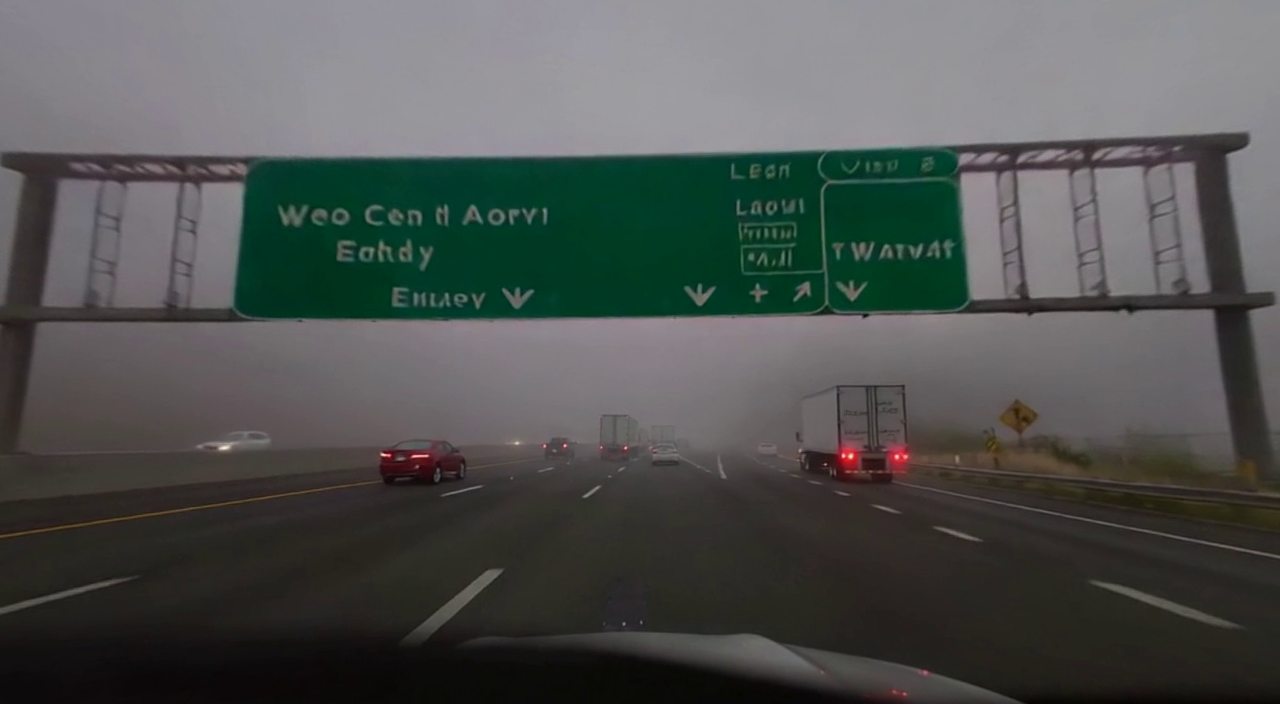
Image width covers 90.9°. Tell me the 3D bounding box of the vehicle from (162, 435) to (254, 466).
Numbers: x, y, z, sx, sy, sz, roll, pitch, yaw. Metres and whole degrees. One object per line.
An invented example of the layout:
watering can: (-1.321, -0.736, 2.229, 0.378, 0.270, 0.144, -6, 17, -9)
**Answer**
vehicle: (-27.328, 6.244, 40.150, 2.144, 1.833, 4.973, 0, -9, 2)

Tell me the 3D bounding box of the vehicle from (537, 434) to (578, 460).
vehicle: (-6.209, 7.277, 48.221, 2.272, 1.850, 5.156, 0, -8, 2)

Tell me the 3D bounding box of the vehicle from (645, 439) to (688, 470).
vehicle: (1.352, 5.391, 33.318, 2.105, 1.502, 4.068, 0, -8, 1)

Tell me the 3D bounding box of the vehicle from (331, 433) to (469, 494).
vehicle: (-6.588, 3.110, 17.986, 1.950, 1.485, 4.589, 0, -9, 3)

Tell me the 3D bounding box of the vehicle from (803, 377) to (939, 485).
vehicle: (8.537, 3.149, 24.543, 2.895, 3.484, 7.631, -1, -9, 5)
